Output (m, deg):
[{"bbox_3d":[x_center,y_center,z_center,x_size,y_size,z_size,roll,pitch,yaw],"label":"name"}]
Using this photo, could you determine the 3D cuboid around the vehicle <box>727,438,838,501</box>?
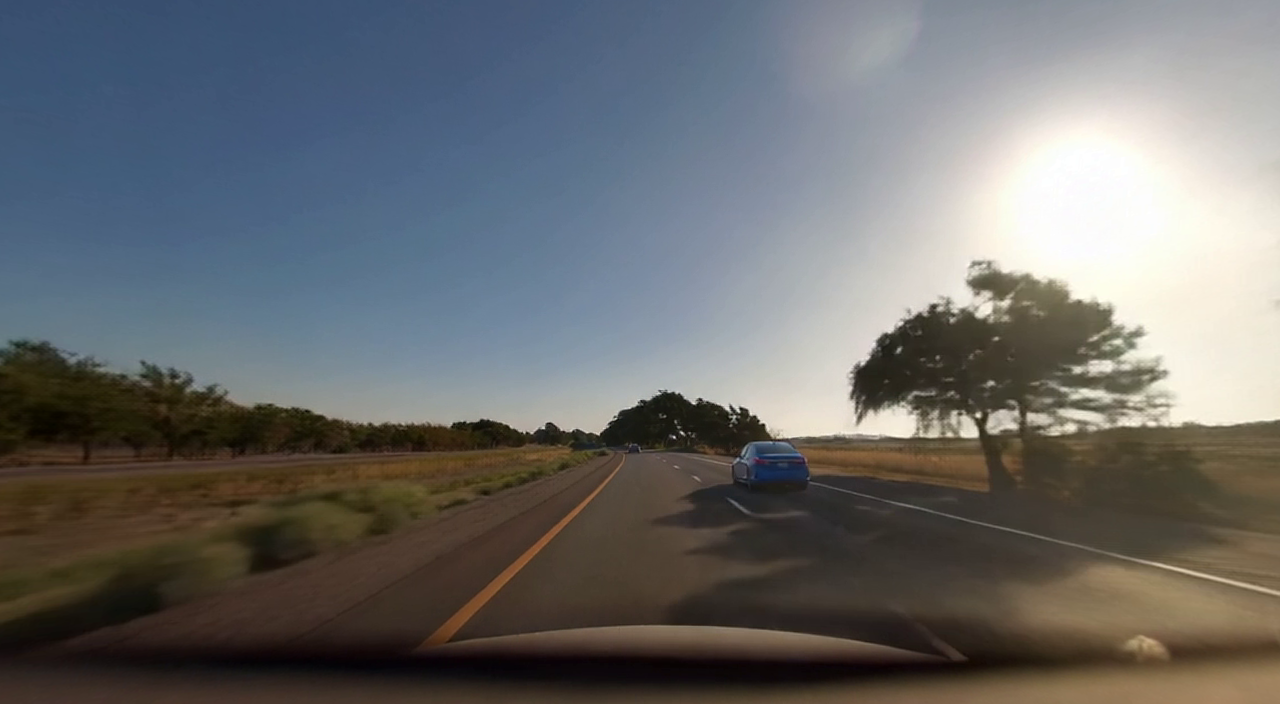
[{"bbox_3d":[3.687,3.120,17.176,2.003,1.466,4.441,0,-8,0],"label":"vehicle"}]
